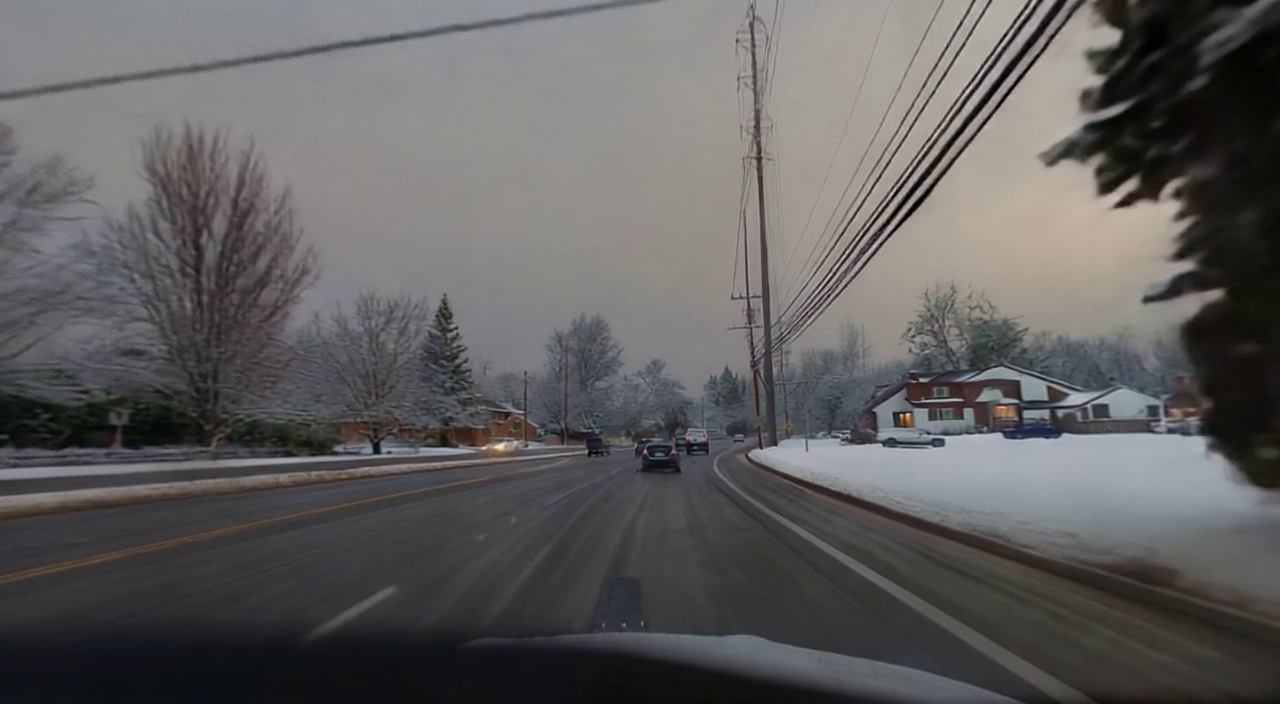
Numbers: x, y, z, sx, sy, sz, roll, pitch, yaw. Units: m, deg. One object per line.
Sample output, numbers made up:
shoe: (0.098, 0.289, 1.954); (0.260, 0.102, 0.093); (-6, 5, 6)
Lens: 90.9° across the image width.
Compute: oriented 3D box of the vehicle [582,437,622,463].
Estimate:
vehicle: (-2.260, 5.985, 38.593); (1.983, 1.485, 4.159); (-1, -9, 4)

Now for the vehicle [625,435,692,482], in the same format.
vehicle: (0.726, 3.680, 22.020); (2.117, 1.474, 4.036); (-1, -9, 4)
